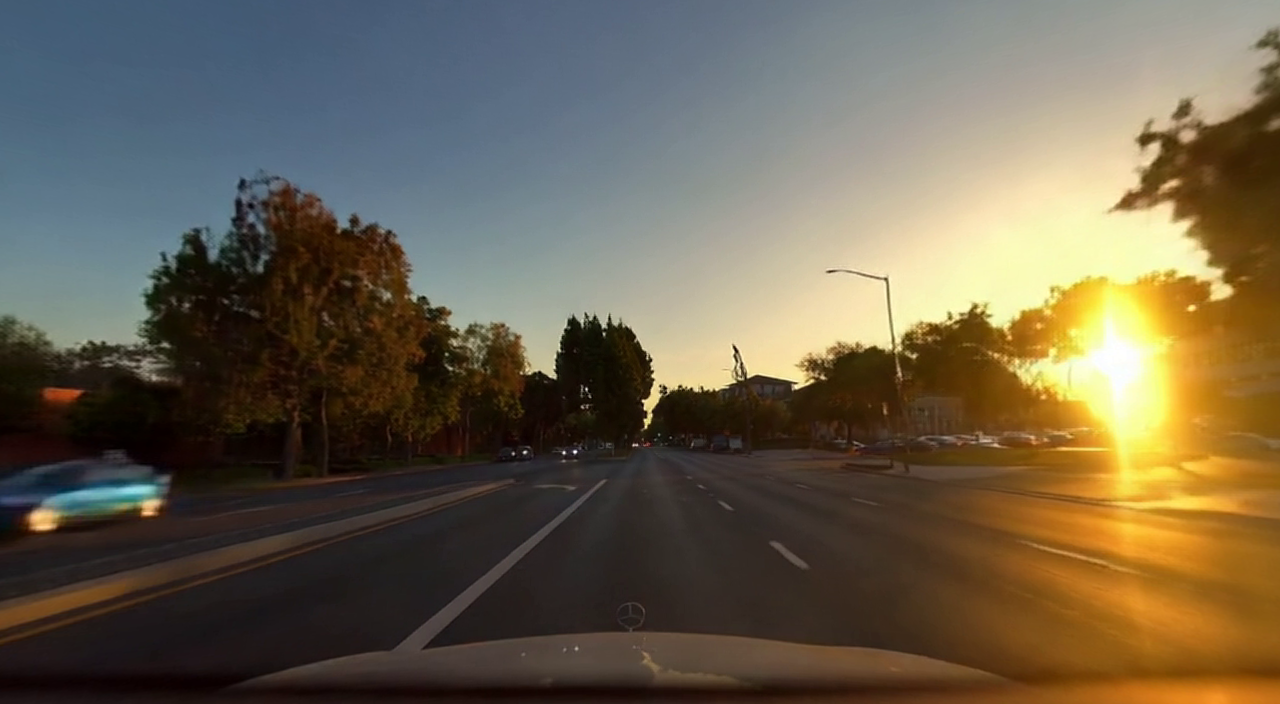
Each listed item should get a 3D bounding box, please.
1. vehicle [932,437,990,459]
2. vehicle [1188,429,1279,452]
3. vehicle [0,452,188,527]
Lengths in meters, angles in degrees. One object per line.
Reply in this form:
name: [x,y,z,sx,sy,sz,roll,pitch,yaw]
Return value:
vehicle: [25.188,7.499,49.412,4.512,1.648,1.938,6,-10,-33]
vehicle: [39.269,5.831,41.256,1.790,1.416,4.627,5,-10,-32]
vehicle: [-15.104,3.657,17.368,1.983,1.725,4.359,0,-8,1]
